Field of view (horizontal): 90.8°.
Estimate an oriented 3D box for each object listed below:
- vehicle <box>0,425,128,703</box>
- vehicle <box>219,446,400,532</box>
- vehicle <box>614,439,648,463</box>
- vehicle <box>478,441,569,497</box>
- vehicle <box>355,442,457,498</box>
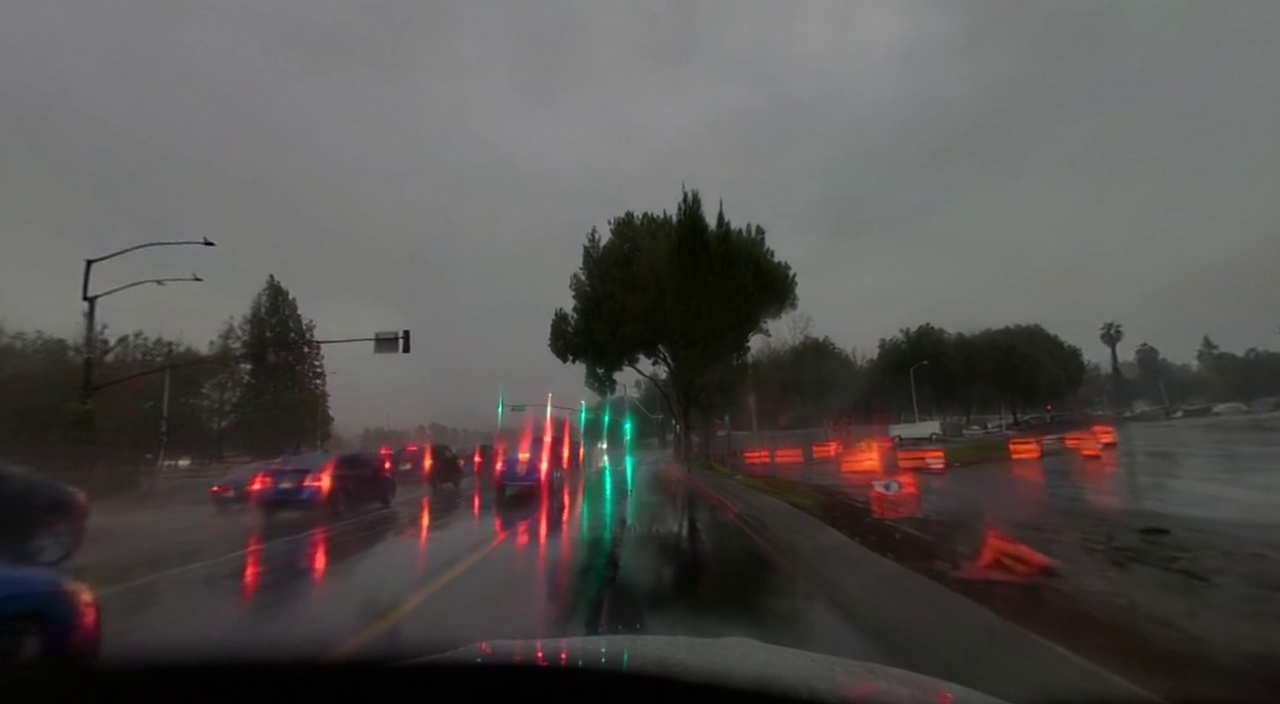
[{"bbox_3d":[-3.795,0.849,1.059,2.026,1.497,4.577,-2,-9,0],"label":"vehicle"},{"bbox_3d":[-7.181,2.957,14.328,1.900,1.507,4.285,-3,-9,-1],"label":"vehicle"},{"bbox_3d":[-0.602,6.636,42.385,2.183,1.506,4.286,0,-9,0],"label":"vehicle"},{"bbox_3d":[-3.425,3.521,19.415,2.042,1.441,4.172,-1,-9,0],"label":"vehicle"},{"bbox_3d":[-8.138,4.103,22.471,1.949,1.697,4.406,-2,-9,0],"label":"vehicle"}]
